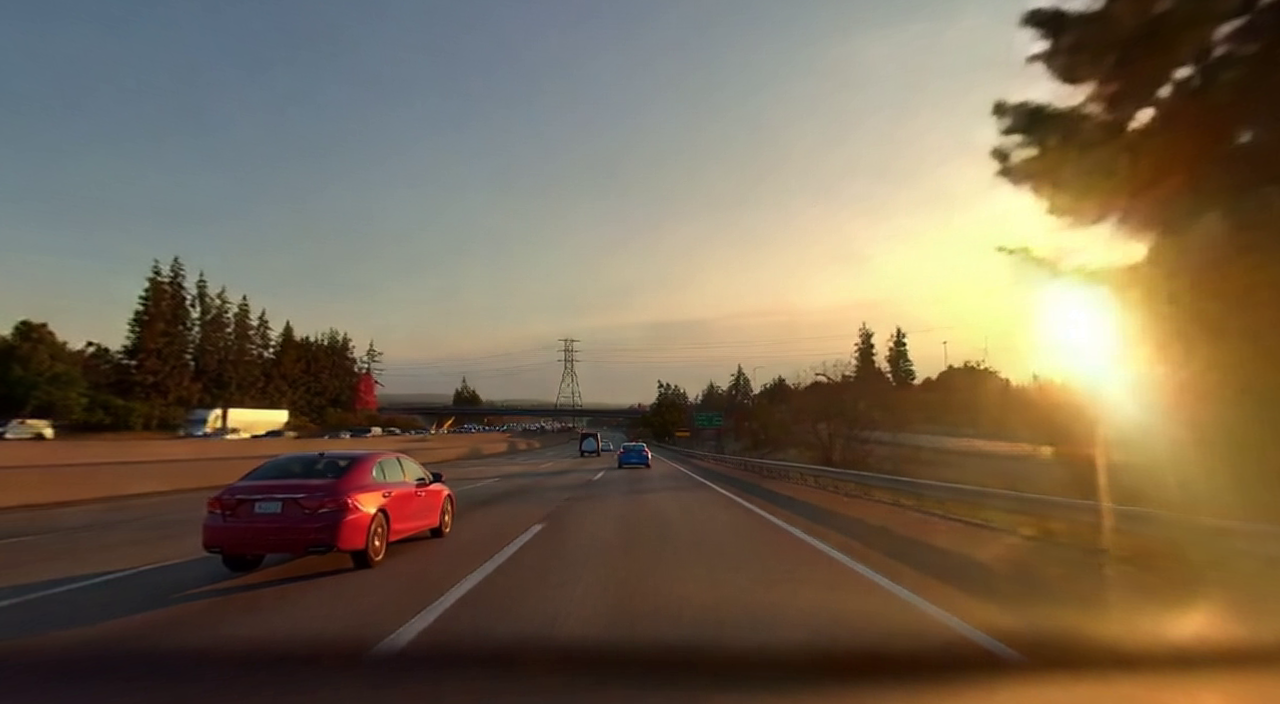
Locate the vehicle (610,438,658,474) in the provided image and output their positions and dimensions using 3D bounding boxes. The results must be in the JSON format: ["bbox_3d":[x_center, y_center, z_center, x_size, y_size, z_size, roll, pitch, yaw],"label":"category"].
[{"bbox_3d":[-0.276,4.492,27.374,1.954,1.460,3.983,0,-8,-1],"label":"vehicle"}]

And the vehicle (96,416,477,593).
[{"bbox_3d":[-3.686,1.662,7.819,2.035,1.514,4.600,0,-8,0],"label":"vehicle"}]

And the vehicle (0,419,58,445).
[{"bbox_3d":[-38.047,4.828,37.816,1.754,1.494,4.634,0,-8,-4],"label":"vehicle"}]

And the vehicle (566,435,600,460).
[{"bbox_3d":[-4.131,7.066,46.489,2.174,1.806,3.932,0,-8,0],"label":"vehicle"}]
